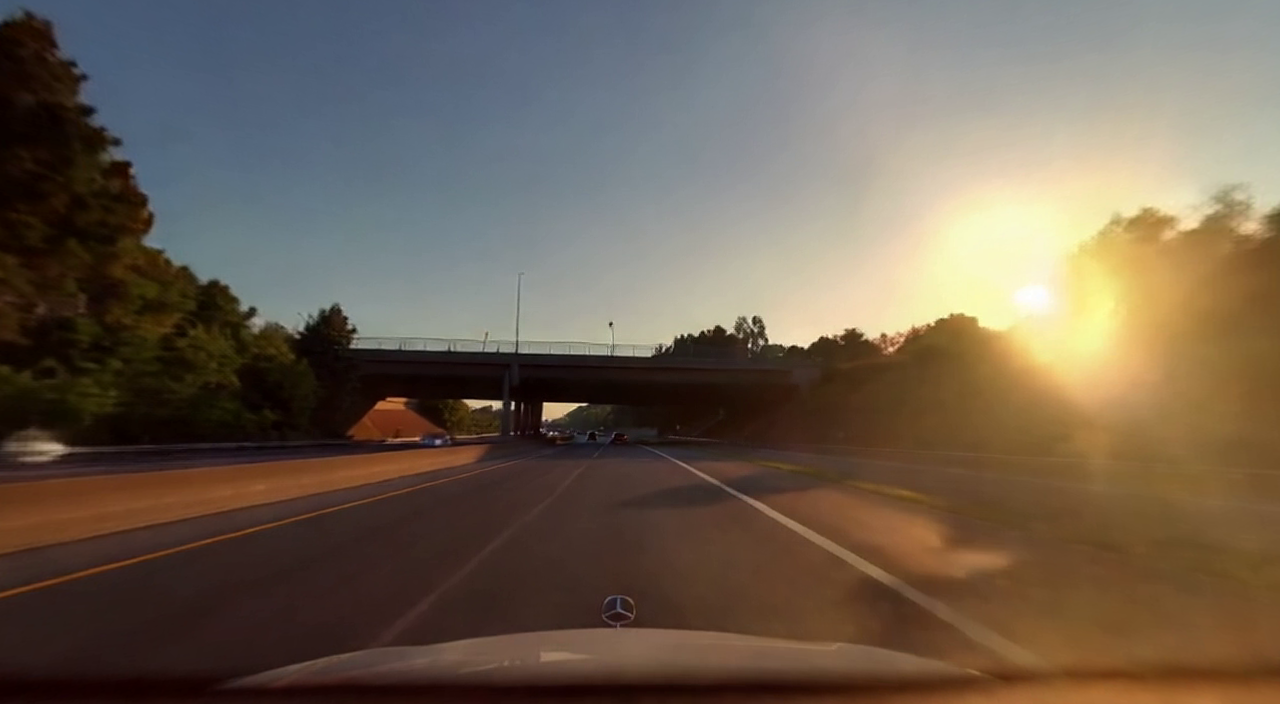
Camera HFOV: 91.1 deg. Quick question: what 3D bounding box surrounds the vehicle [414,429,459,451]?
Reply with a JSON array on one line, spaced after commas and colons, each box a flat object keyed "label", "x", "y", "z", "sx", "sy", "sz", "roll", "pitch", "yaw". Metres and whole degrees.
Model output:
[{"label": "vehicle", "x": -13.303, "y": 5.762, "z": 41.273, "sx": 1.758, "sy": 1.408, "sz": 3.818, "roll": 0, "pitch": -8, "yaw": -1}]
